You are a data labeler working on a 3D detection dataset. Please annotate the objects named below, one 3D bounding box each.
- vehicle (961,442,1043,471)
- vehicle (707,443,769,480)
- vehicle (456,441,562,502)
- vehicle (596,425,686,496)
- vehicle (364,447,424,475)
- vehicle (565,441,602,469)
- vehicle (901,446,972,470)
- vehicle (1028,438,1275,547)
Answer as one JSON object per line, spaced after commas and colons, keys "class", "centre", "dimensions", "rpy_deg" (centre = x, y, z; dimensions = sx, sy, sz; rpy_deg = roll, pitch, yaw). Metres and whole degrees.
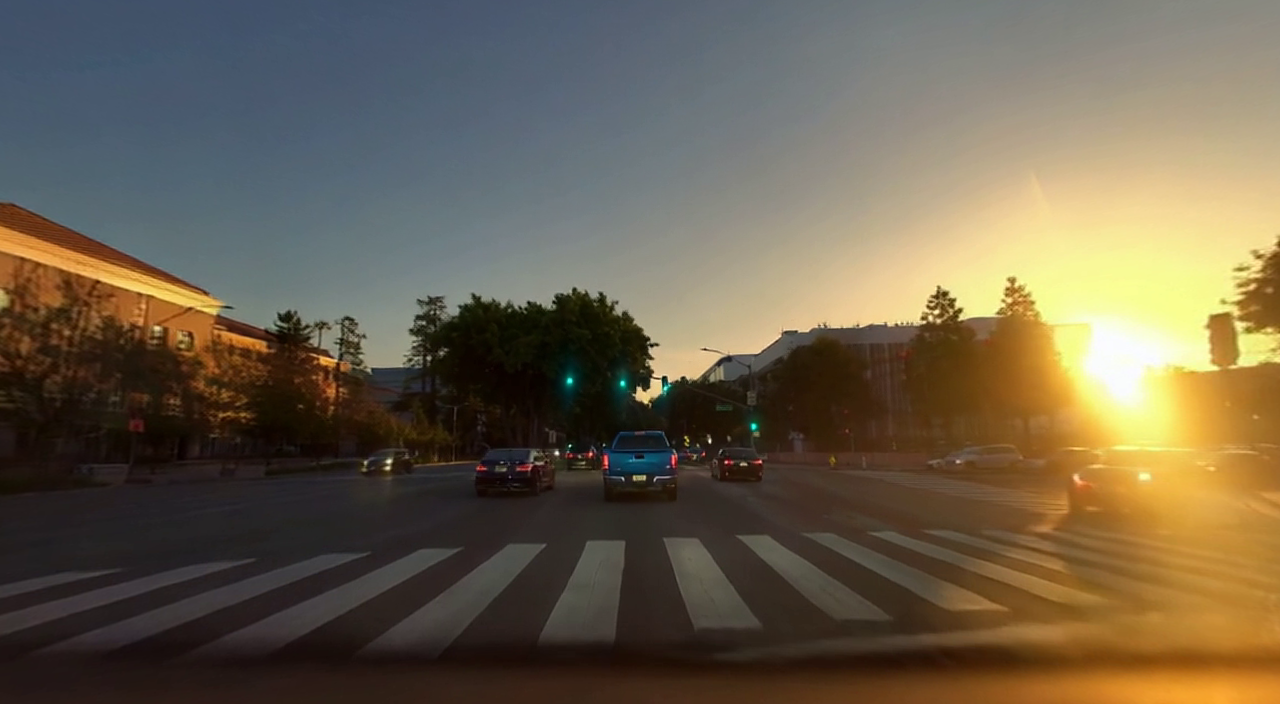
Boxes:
{"class": "vehicle", "centre": [23.072, 6.606, 40.104], "dimensions": [4.786, 1.777, 2.248], "rpy_deg": [4, -10, -29]}
{"class": "vehicle", "centre": [4.288, 4.838, 28.198], "dimensions": [1.968, 1.472, 4.456], "rpy_deg": [0, -8, -1]}
{"class": "vehicle", "centre": [-3.518, 3.288, 17.875], "dimensions": [1.986, 1.465, 4.509], "rpy_deg": [0, -8, 1]}
{"class": "vehicle", "centre": [0.031, 3.359, 19.935], "dimensions": [2.493, 1.934, 4.957], "rpy_deg": [0, -8, 0]}
{"class": "vehicle", "centre": [-15.852, 6.996, 40.911], "dimensions": [2.012, 1.674, 4.522], "rpy_deg": [0, -8, 1]}
{"class": "vehicle", "centre": [-3.654, 6.704, 41.213], "dimensions": [2.018, 1.700, 4.142], "rpy_deg": [0, -8, 0]}
{"class": "vehicle", "centre": [19.911, 7.069, 42.338], "dimensions": [4.417, 1.492, 1.943], "rpy_deg": [4, -9, -27]}
{"class": "vehicle", "centre": [10.147, 2.727, 13.117], "dimensions": [2.126, 1.820, 4.521], "rpy_deg": [-2, -9, 14]}
